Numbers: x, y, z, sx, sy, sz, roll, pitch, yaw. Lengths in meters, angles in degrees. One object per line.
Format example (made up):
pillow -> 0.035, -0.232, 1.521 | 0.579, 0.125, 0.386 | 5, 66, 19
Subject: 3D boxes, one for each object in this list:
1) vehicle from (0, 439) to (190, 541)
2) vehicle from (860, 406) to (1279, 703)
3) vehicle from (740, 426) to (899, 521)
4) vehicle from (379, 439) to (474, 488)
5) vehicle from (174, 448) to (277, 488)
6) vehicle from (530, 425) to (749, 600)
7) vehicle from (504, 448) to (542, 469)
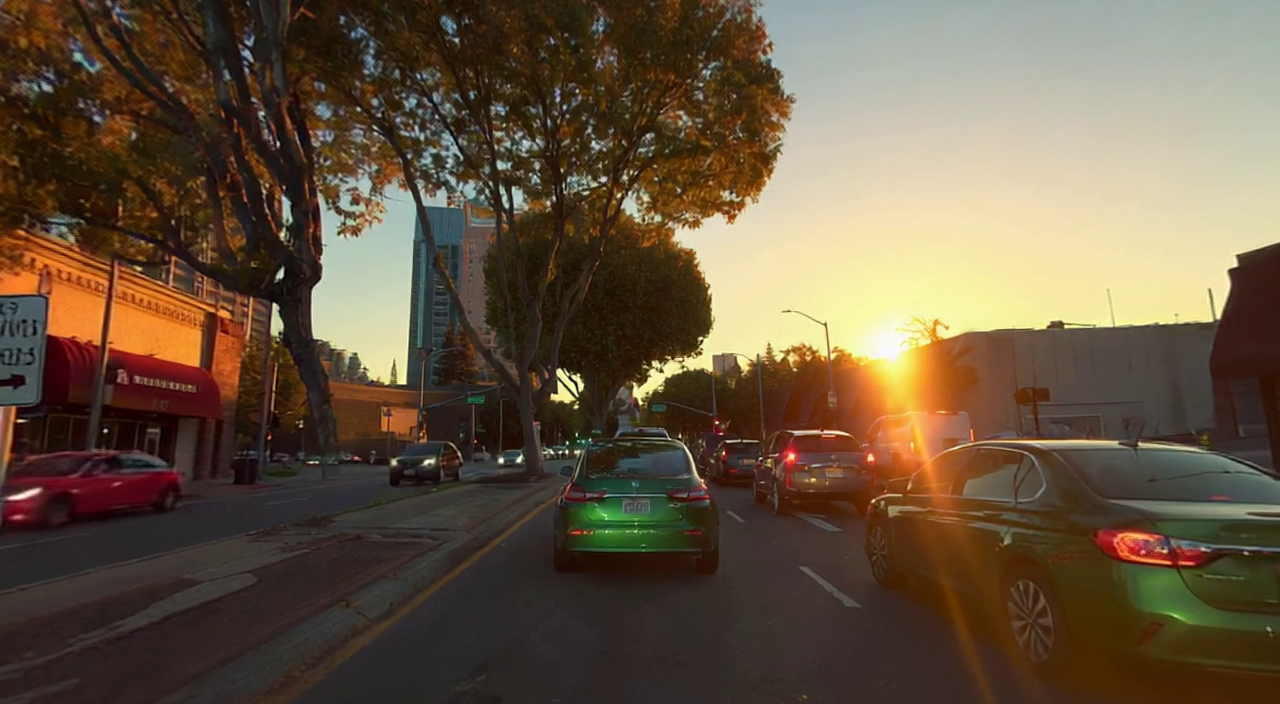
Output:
vehicle -> -11.943, 2.698, 12.998 | 2.004, 1.732, 4.530 | 0, -9, 0
vehicle -> 3.312, 1.256, 4.482 | 1.988, 1.480, 4.195 | 0, -9, 0
vehicle -> 3.540, 2.481, 13.421 | 2.025, 1.660, 4.263 | 0, -9, -1
vehicle -> -8.066, 4.239, 24.358 | 2.079, 1.695, 4.374 | 0, -9, 1
vehicle -> -19.760, 5.485, 30.104 | 4.329, 1.773, 2.072 | -5, -10, 27
vehicle -> -0.019, 1.658, 7.301 | 1.887, 1.487, 3.535 | 0, -9, 0
vehicle -> -8.384, 7.622, 45.564 | 1.850, 1.417, 4.321 | 0, -9, 1
